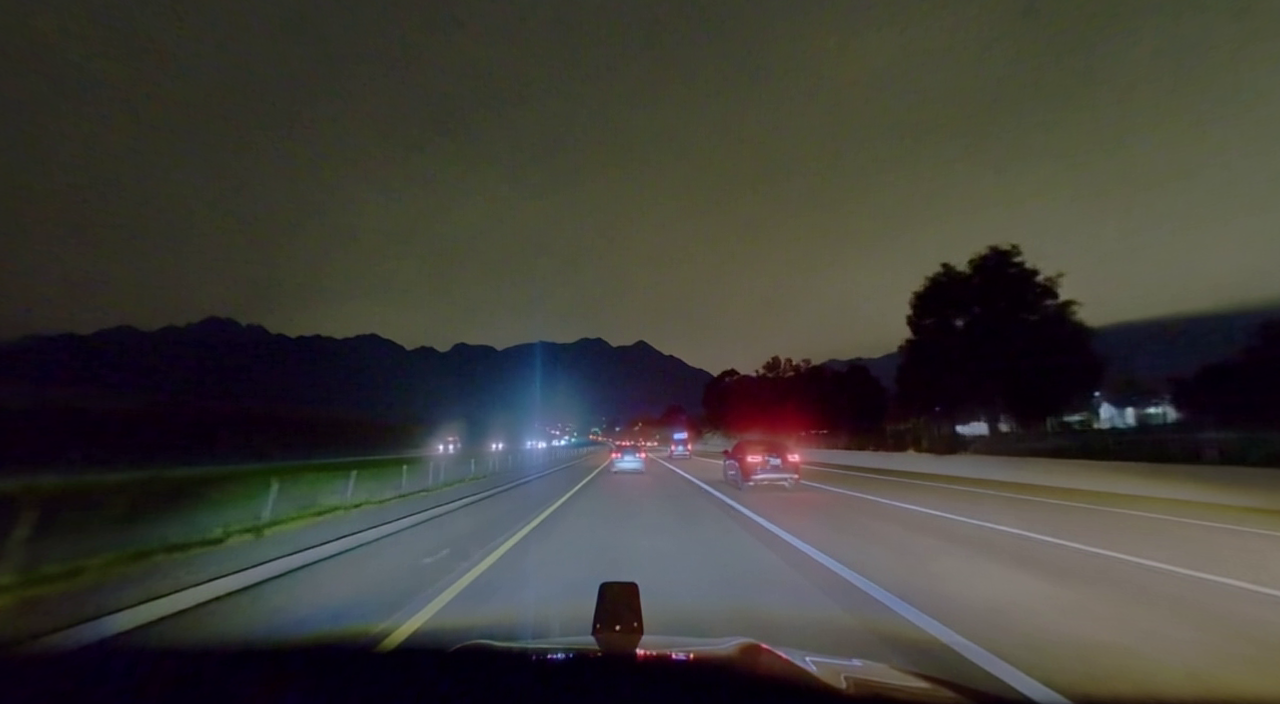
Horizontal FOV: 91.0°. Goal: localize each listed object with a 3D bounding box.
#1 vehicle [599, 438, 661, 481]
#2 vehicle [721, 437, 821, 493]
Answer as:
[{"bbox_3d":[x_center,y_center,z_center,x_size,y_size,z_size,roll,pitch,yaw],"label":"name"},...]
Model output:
[{"bbox_3d":[-0.350,3.944,23.291,2.085,1.449,3.860,0,-8,0],"label":"vehicle"},{"bbox_3d":[3.735,3.285,18.711,1.957,1.447,4.241,0,-8,-2],"label":"vehicle"}]
